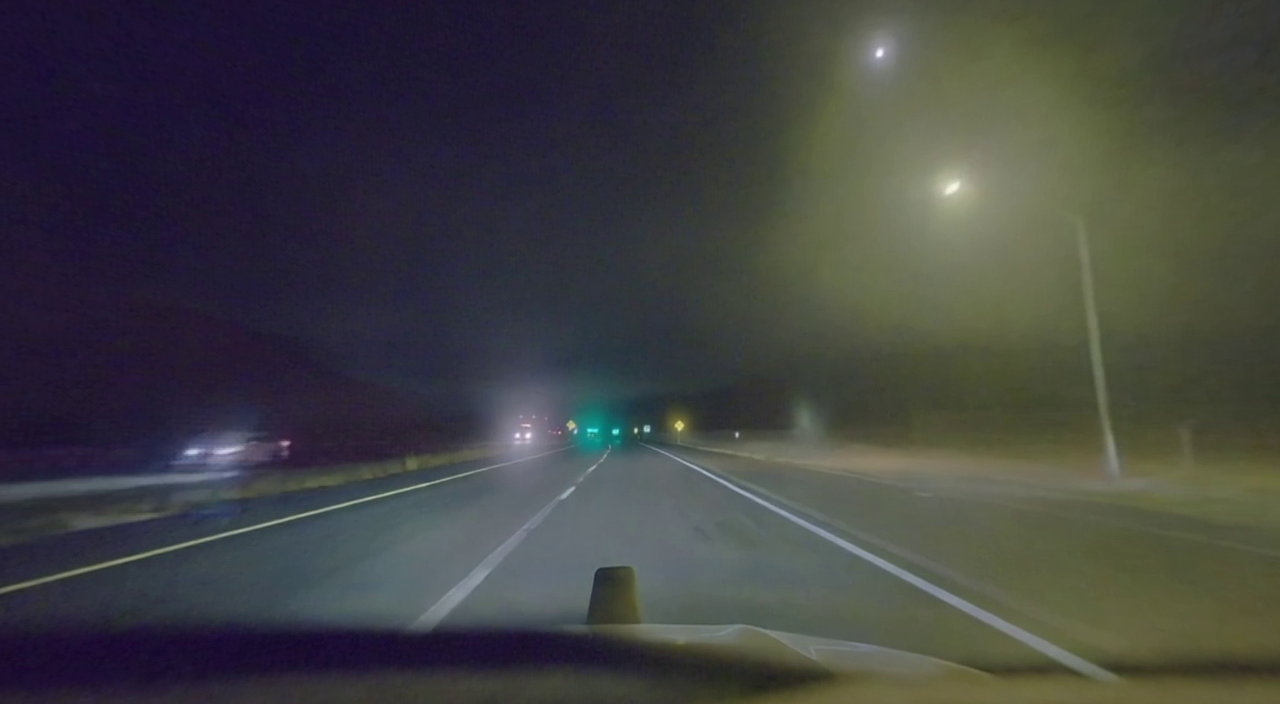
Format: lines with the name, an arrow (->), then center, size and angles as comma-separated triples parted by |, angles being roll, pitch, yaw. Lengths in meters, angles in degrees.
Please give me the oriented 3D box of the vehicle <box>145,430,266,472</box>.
vehicle -> -16.403, 3.741, 24.077 | 1.785, 1.429, 4.077 | 0, -8, -1
